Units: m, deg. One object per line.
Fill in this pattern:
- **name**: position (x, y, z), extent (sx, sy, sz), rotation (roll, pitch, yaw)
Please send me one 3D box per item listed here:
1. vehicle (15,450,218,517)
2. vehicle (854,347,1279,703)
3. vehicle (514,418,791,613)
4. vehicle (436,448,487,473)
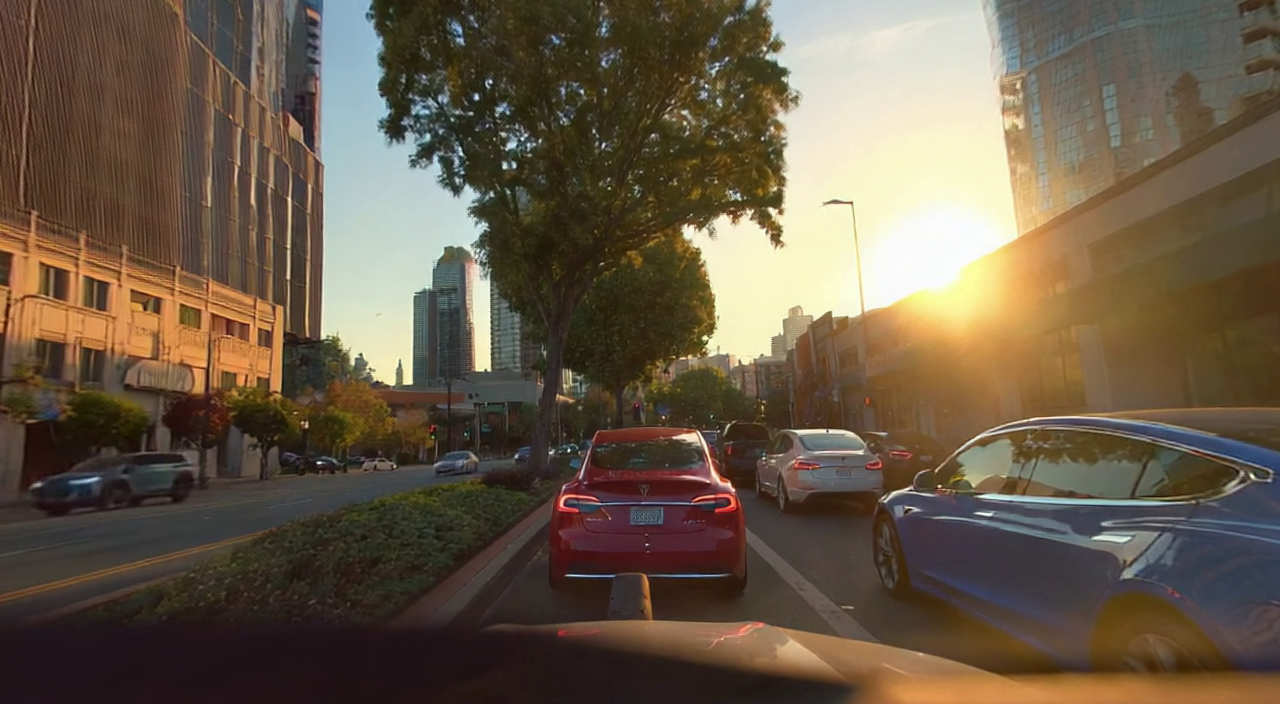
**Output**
- **vehicle**: position (-14.902, 3.714, 18.387), extent (2.005, 1.630, 4.556), rotation (0, -8, 0)
- **vehicle**: position (3.181, 1.096, 4.034), extent (2.038, 1.651, 4.455), rotation (0, -8, 0)
- **vehicle**: position (0.105, 1.556, 6.912), extent (2.137, 1.488, 3.938), rotation (0, -8, 0)
- **vehicle**: position (-11.438, 6.961, 40.696), extent (1.892, 1.479, 4.355), rotation (-1, -8, 3)
